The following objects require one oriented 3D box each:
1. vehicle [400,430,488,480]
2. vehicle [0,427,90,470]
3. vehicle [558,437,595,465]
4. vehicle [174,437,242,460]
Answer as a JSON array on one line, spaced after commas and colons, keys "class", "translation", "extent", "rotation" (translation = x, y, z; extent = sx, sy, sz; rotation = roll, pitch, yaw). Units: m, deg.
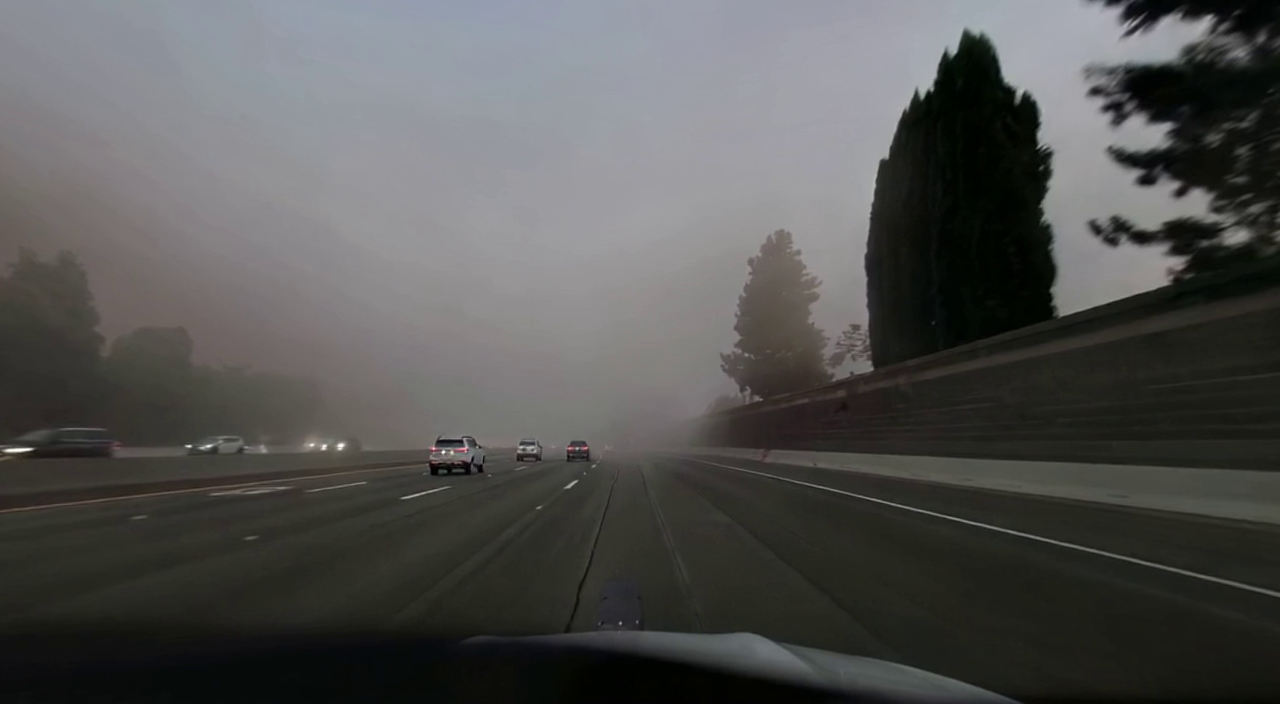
[{"class": "vehicle", "translation": [-7.650, 4.091, 25.257], "extent": [2.074, 1.768, 4.805], "rotation": [0, -9, -1]}, {"class": "vehicle", "translation": [-24.556, 3.767, 24.708], "extent": [1.868, 1.573, 4.676], "rotation": [0, -9, -1]}, {"class": "vehicle", "translation": [-4.125, 6.519, 41.644], "extent": [2.115, 1.713, 4.263], "rotation": [0, -9, -2]}, {"class": "vehicle", "translation": [-32.227, 7.202, 47.288], "extent": [1.948, 1.595, 4.502], "rotation": [0, -9, -2]}]
